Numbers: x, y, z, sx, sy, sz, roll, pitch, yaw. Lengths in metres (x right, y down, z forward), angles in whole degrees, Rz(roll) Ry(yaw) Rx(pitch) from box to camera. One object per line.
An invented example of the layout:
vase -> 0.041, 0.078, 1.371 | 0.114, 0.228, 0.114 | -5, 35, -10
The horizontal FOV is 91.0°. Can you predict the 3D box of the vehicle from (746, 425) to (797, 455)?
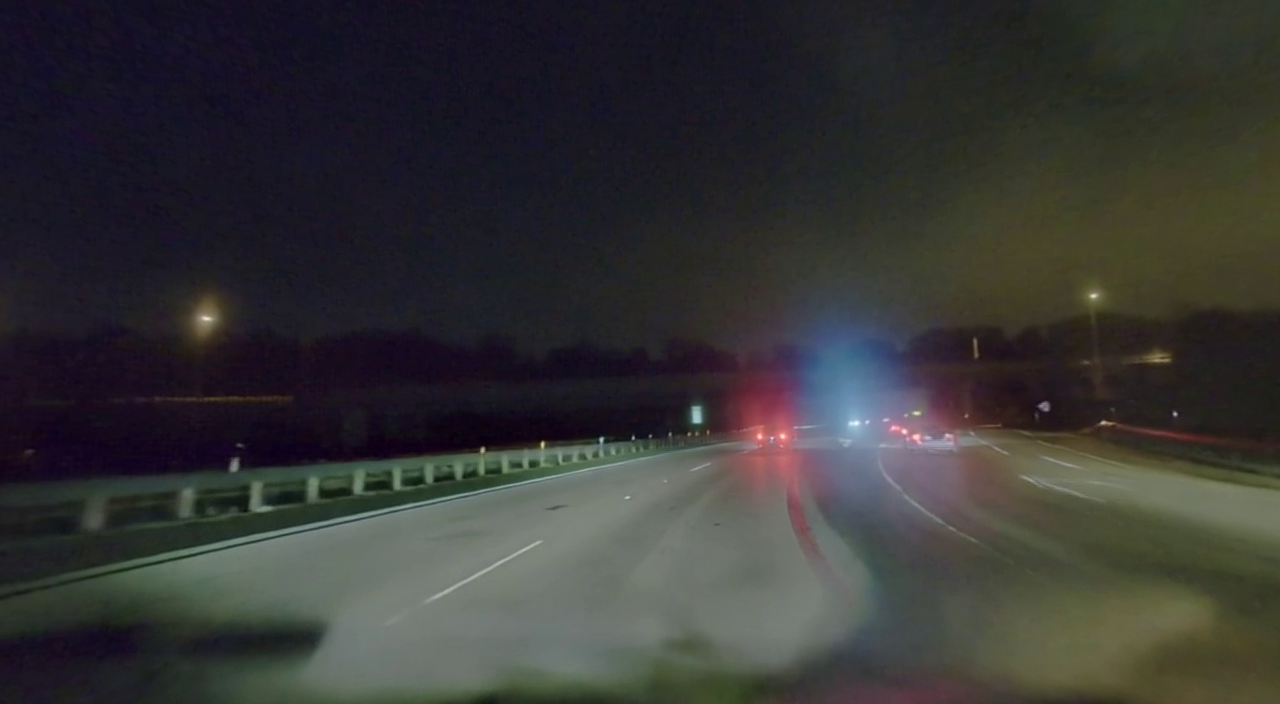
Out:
vehicle -> 6.819, 4.497, 32.304 | 2.028, 1.440, 3.970 | -2, -8, 19
